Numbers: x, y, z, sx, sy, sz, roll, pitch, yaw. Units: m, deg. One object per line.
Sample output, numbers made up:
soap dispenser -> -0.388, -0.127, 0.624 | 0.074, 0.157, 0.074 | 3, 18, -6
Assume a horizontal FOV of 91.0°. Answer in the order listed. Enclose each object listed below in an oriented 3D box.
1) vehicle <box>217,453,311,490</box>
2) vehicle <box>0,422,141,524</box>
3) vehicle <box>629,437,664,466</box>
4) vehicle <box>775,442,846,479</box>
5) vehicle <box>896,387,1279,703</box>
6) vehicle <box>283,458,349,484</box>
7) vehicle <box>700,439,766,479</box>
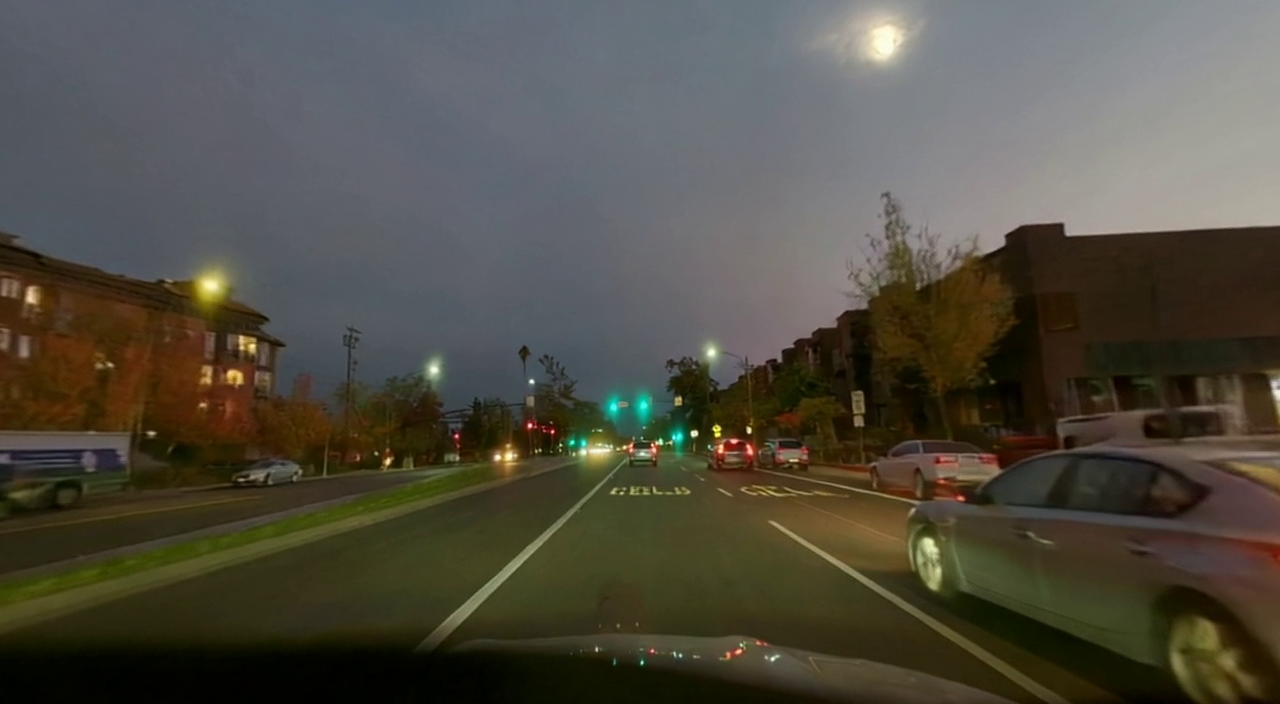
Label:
vehicle -> -21.812, 6.929, 36.866 | 2.142, 1.900, 5.489 | 0, -9, 0
vehicle -> -22.075, 3.996, 20.886 | 2.961, 3.271, 9.547 | 0, -9, 1
vehicle -> 0.446, 6.800, 43.097 | 2.239, 1.856, 4.815 | 0, -8, 0
vehicle -> 7.390, 4.728, 27.755 | 1.928, 1.480, 4.464 | 0, -9, 1
vehicle -> 3.337, 1.051, 3.424 | 1.977, 1.498, 4.521 | 0, -8, 0
vehicle -> -21.838, 8.015, 42.630 | 1.930, 1.542, 4.817 | 0, -9, 0
vehicle -> 3.866, 4.518, 26.952 | 2.178, 1.546, 4.311 | 0, -8, 0
